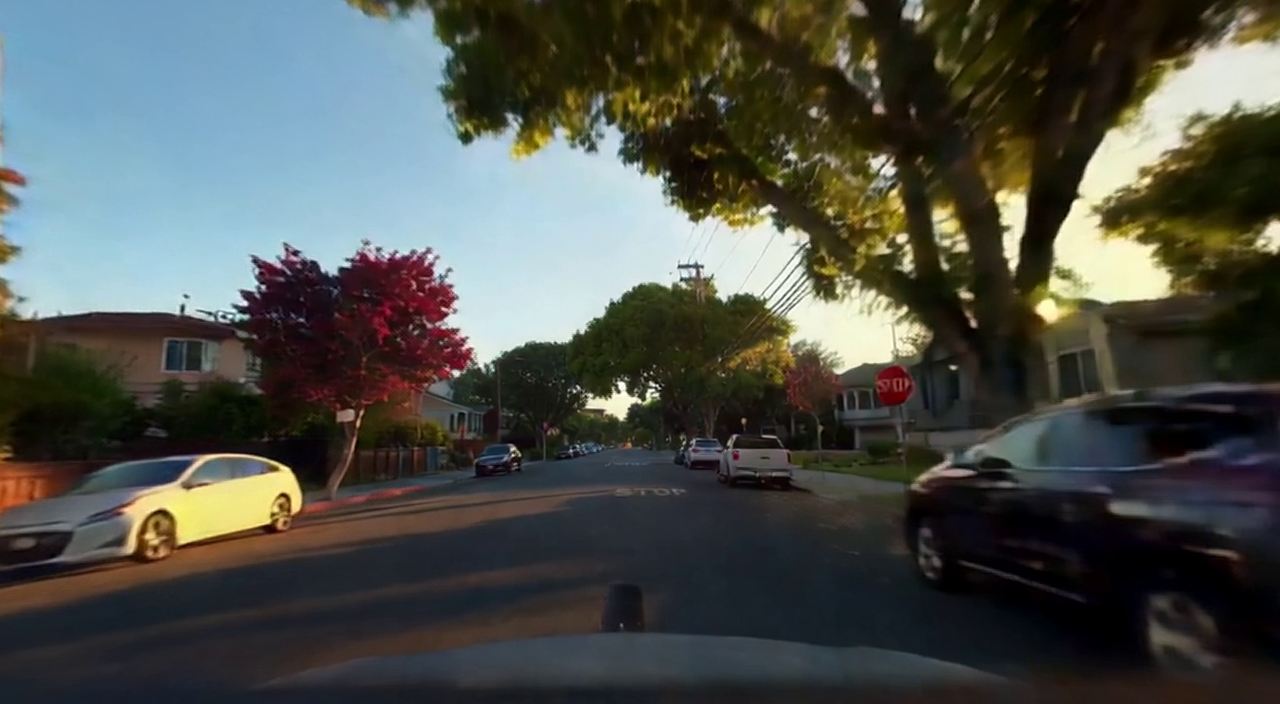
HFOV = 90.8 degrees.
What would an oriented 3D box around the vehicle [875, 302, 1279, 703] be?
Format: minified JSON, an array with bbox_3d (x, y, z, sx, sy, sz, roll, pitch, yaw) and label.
[{"bbox_3d":[3.202,0.923,3.532,2.069,1.750,4.294,0,-9,0],"label":"vehicle"}]

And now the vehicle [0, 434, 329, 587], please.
[{"bbox_3d":[-6.749,2.181,9.171,2.086,1.516,4.568,-6,-11,1],"label":"vehicle"}]

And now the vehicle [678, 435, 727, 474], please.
[{"bbox_3d":[3.059,5.134,31.768,1.993,1.778,4.311,0,-9,0],"label":"vehicle"}]

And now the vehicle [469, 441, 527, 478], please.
[{"bbox_3d":[-7.405,5.707,33.309,1.980,1.664,4.342,-5,-11,-1],"label":"vehicle"}]

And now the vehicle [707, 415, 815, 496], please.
[{"bbox_3d":[3.423,3.079,19.138,2.111,2.054,5.748,0,-9,0],"label":"vehicle"}]
